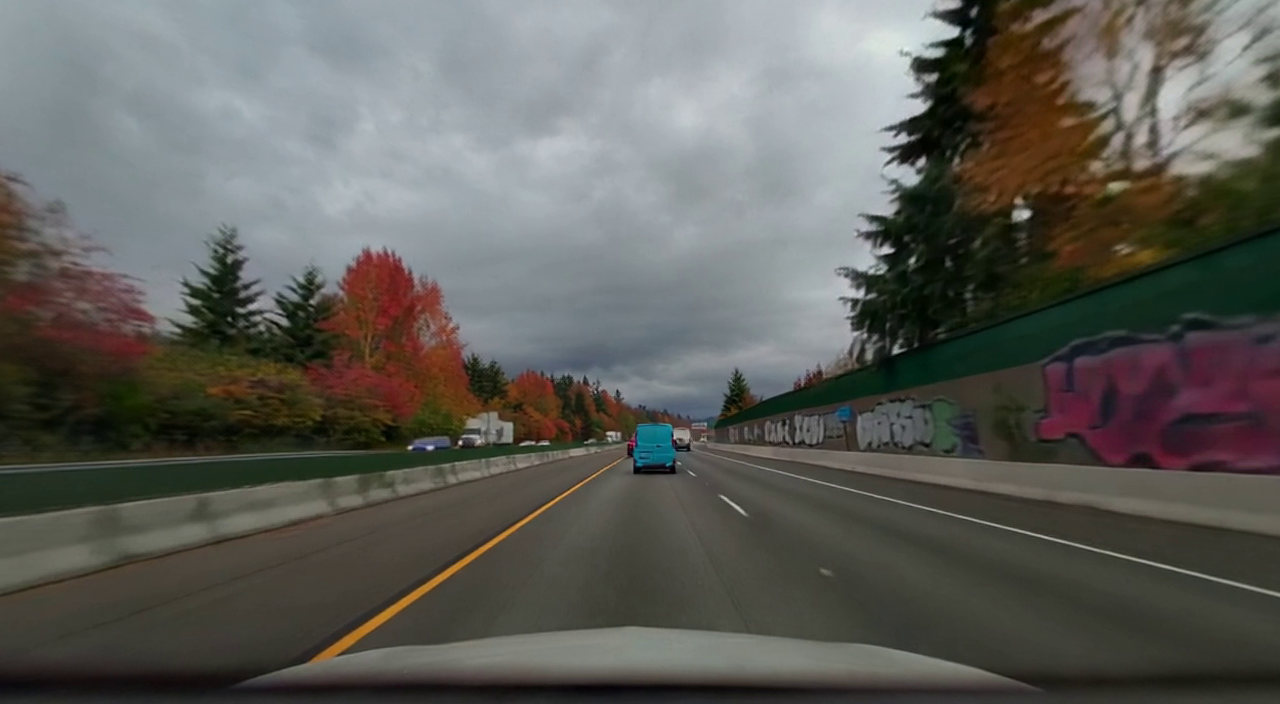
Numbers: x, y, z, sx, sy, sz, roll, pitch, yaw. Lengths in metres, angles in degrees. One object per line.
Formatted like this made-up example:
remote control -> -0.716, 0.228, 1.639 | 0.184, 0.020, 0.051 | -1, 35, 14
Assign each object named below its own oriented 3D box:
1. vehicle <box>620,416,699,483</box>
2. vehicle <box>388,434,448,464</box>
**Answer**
vehicle -> 0.585, 3.176, 20.657 | 2.283, 1.956, 4.421 | 0, -8, 0
vehicle -> -15.140, 6.622, 43.136 | 2.108, 1.923, 4.958 | 0, -8, 2
